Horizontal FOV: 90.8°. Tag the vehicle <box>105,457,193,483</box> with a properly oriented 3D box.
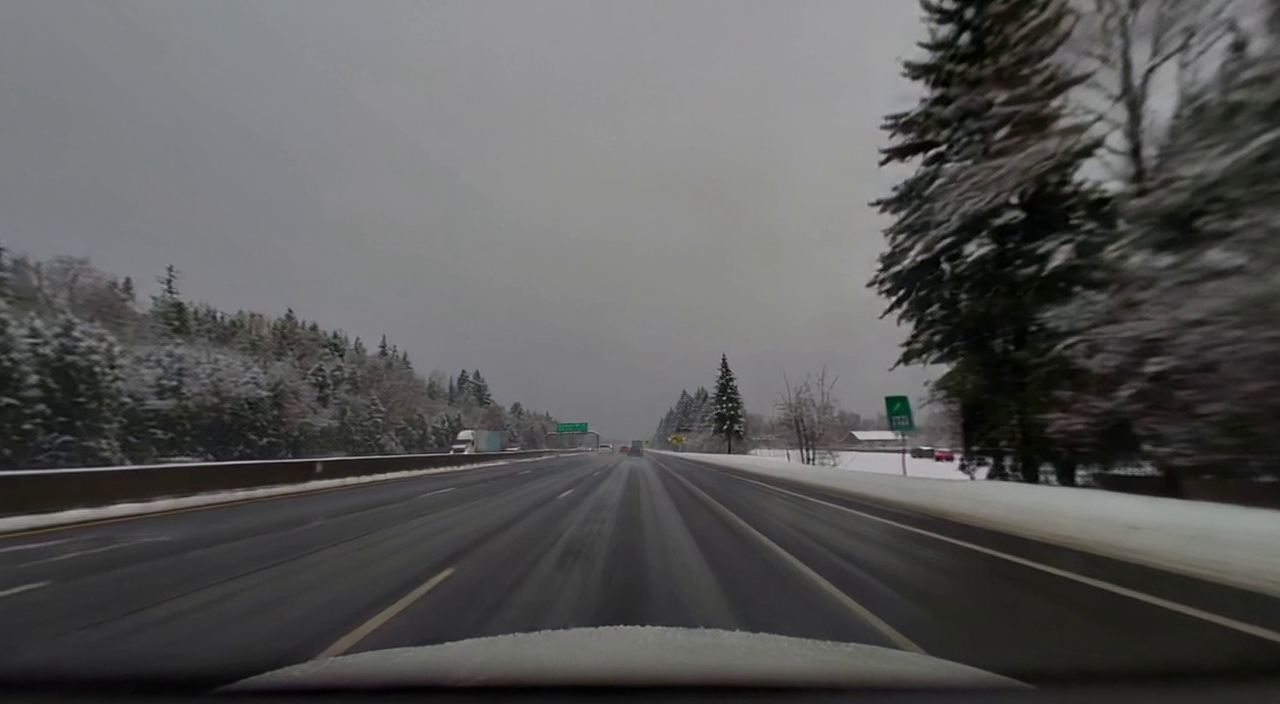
[{"bbox_3d":[-31.116,7.476,40.156,2.025,1.453,4.511,0,-9,-1],"label":"vehicle"}]
